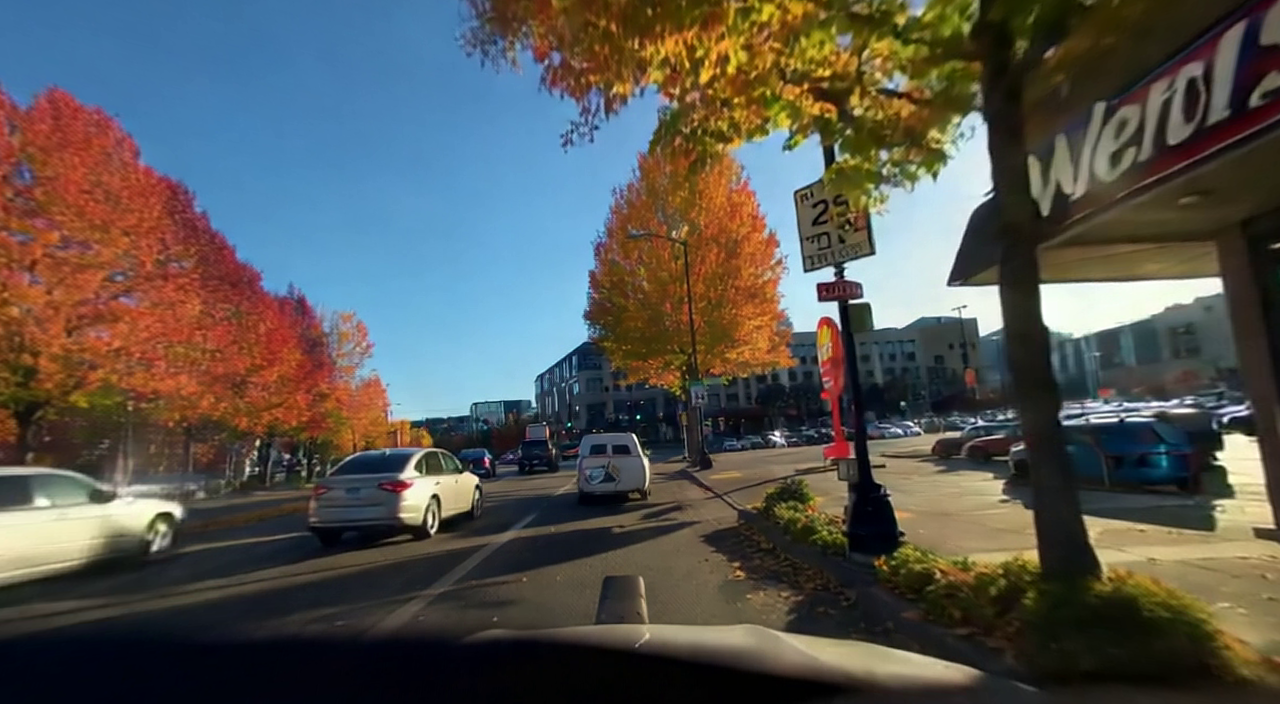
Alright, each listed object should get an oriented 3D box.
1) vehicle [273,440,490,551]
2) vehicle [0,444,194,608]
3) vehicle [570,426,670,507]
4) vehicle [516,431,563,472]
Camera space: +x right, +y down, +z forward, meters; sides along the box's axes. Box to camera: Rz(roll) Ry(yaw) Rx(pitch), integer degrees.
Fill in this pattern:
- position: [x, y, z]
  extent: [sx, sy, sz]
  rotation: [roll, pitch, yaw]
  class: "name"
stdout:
- position: [-4.265, 2.421, 11.399]
  extent: [1.974, 1.549, 4.603]
  rotation: [1, -9, 0]
  class: "vehicle"
- position: [-7.662, 1.894, 7.174]
  extent: [2.051, 1.681, 4.193]
  rotation: [1, -9, 0]
  class: "vehicle"
- position: [-0.524, 2.777, 15.607]
  extent: [2.144, 1.704, 4.028]
  rotation: [1, -9, -3]
  class: "vehicle"
- position: [-5.247, 5.290, 33.479]
  extent: [2.082, 2.018, 4.308]
  rotation: [1, -9, -4]
  class: "vehicle"
